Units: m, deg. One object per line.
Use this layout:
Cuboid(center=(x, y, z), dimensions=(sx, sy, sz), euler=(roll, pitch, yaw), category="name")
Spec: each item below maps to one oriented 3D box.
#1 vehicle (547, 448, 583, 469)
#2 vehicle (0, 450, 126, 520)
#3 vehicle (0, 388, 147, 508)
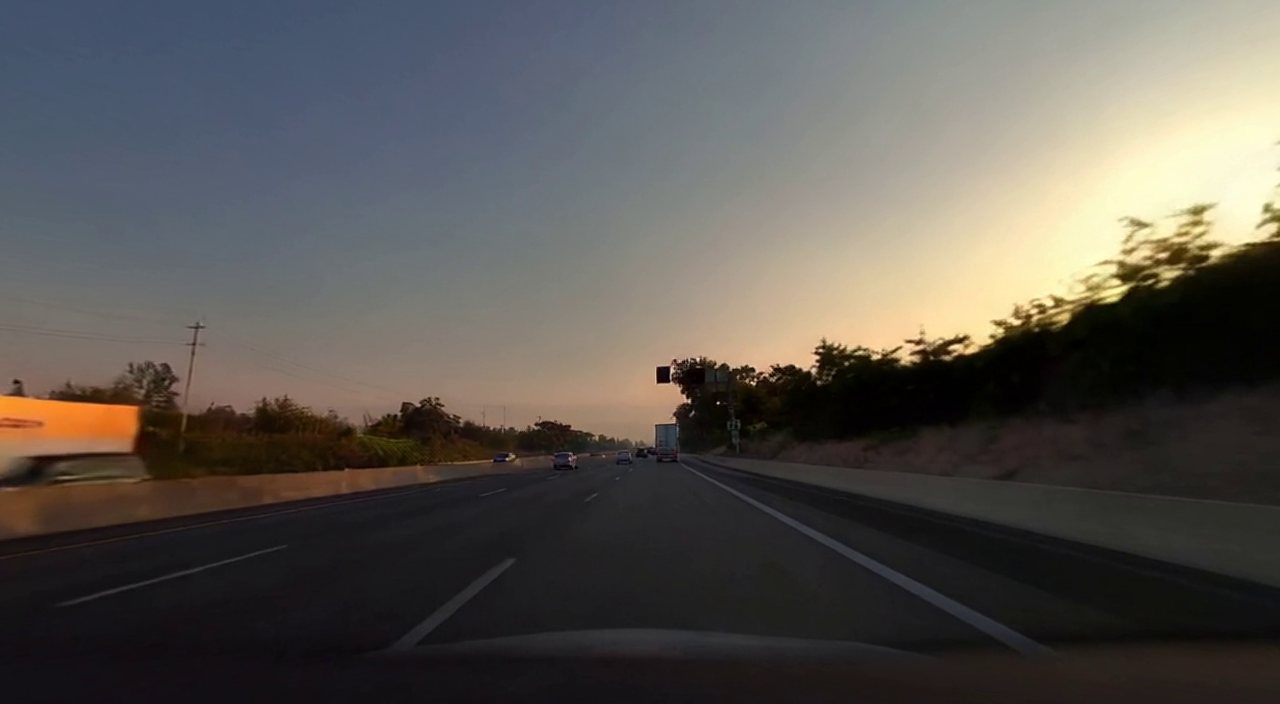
Cuboid(center=(-5.759, 8.258, 48.972), dimensions=(2.031, 1.521, 4.503), euler=(0, -9, 2), category="vehicle")
Cuboid(center=(-14.940, 3.072, 14.839), dimensions=(1.915, 1.506, 4.321), euler=(0, -9, 2), category="vehicle")
Cuboid(center=(-23.018, 3.015, 19.780), dimensions=(2.920, 3.966, 14.592), euler=(0, -9, 2), category="vehicle")
